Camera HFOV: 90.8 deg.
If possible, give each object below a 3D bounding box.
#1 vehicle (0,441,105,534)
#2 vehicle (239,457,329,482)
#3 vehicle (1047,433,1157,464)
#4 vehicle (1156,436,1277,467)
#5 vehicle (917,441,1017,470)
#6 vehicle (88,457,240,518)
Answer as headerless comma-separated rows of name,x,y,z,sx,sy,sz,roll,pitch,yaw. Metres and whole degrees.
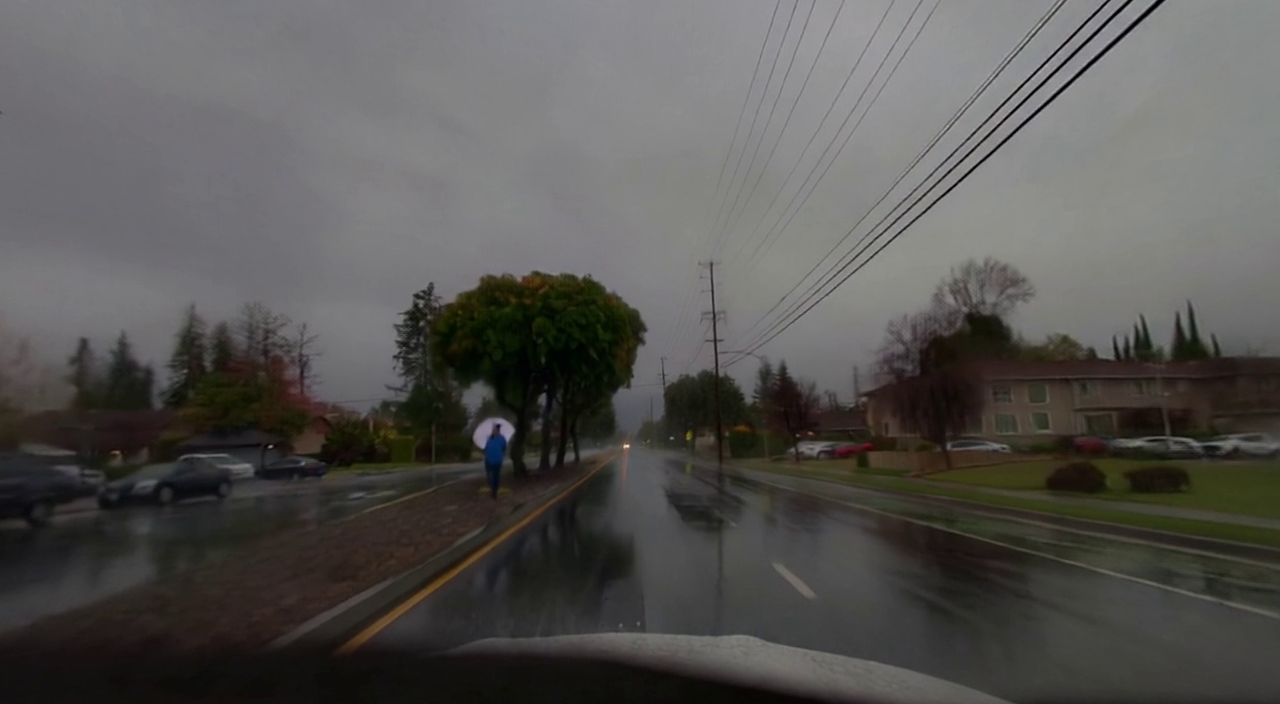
vehicle,-14.978,2.990,13.787,2.298,1.979,4.920,-2,-8,0
vehicle,-21.883,7.223,38.980,4.354,1.450,2.043,1,-9,-10
vehicle,31.328,6.574,43.078,2.206,1.971,5.600,3,-9,-21
vehicle,33.134,5.717,36.516,1.974,1.647,4.721,2,-9,-15
vehicle,17.476,5.547,33.926,4.246,1.427,2.055,0,-9,0
vehicle,-15.435,4.366,20.893,2.106,1.517,4.632,-3,-8,-10
